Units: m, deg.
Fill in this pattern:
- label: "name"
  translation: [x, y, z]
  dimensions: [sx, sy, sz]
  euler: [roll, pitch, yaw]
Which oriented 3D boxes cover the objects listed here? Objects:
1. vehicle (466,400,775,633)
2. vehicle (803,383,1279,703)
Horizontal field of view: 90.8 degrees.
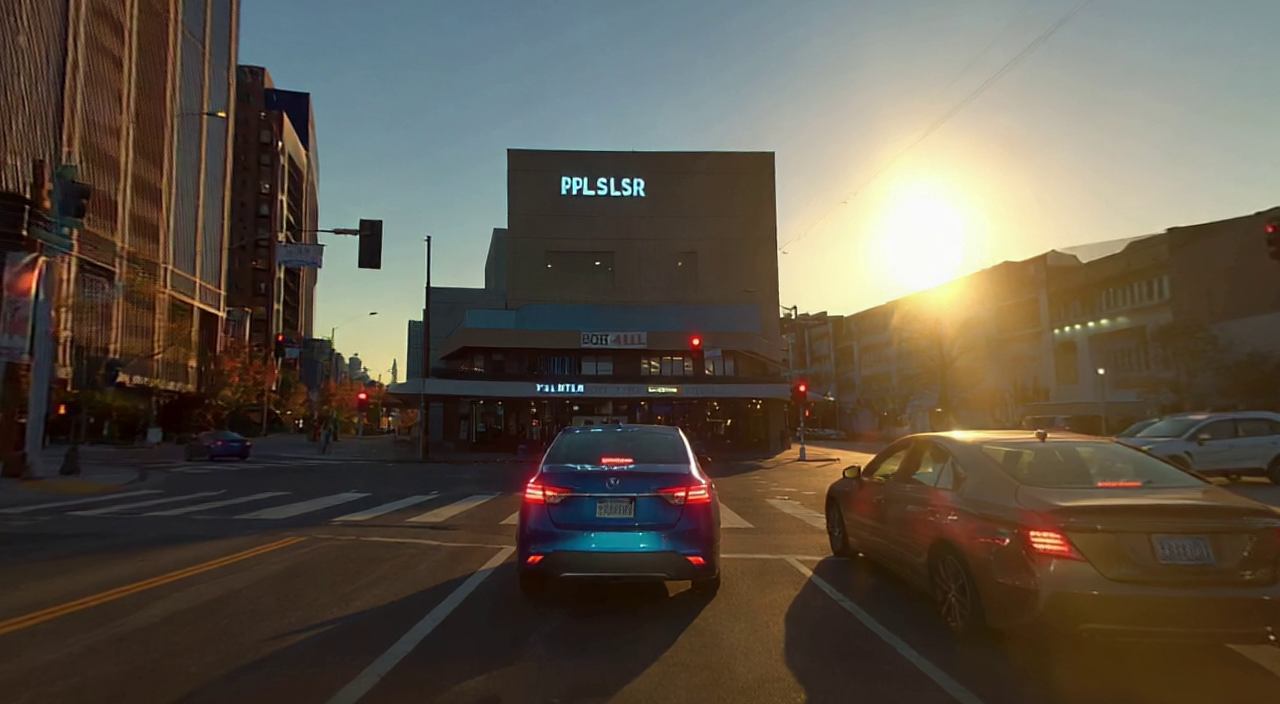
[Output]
- label: "vehicle"
  translation: [-0.148, 1.483, 6.777]
  dimensions: [2.123, 1.589, 4.702]
  euler: [0, -8, 0]
- label: "vehicle"
  translation: [3.034, 1.308, 5.453]
  dimensions: [1.983, 1.654, 4.354]
  euler: [0, -8, -1]
